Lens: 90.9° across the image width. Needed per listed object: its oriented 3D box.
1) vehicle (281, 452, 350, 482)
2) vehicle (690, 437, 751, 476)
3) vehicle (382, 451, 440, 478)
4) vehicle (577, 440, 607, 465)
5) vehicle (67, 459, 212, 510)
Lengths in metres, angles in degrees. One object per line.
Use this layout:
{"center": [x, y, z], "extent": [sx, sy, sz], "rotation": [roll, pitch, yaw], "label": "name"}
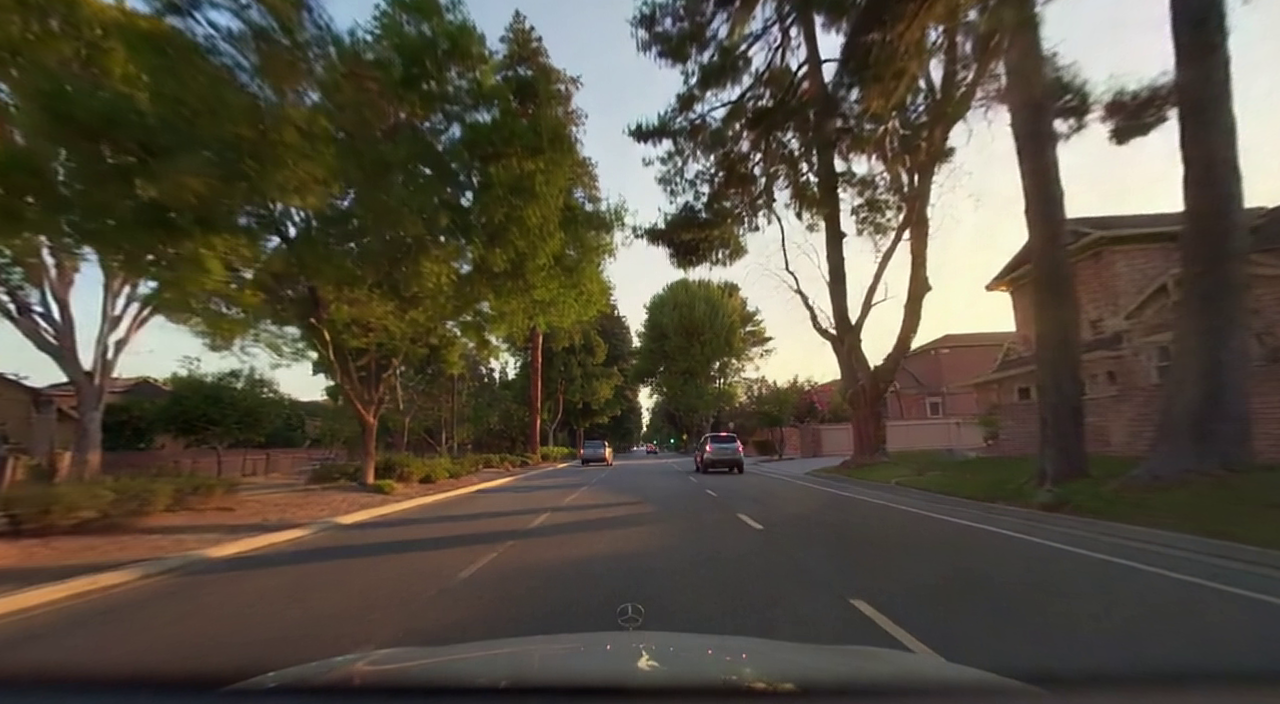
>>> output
{"center": [-21.454, 7.572, 41.873], "extent": [1.990, 1.787, 4.709], "rotation": [0, -9, 1], "label": "vehicle"}
{"center": [3.832, 5.085, 30.973], "extent": [2.321, 1.695, 5.037], "rotation": [-1, -8, 0], "label": "vehicle"}
{"center": [-14.005, 6.865, 38.806], "extent": [1.892, 1.480, 4.467], "rotation": [-1, -8, 0], "label": "vehicle"}
{"center": [-3.575, 7.590, 47.686], "extent": [2.002, 1.747, 4.728], "rotation": [0, -8, -1], "label": "vehicle"}
{"center": [-17.110, 4.507, 21.824], "extent": [1.855, 1.494, 3.825], "rotation": [-1, -8, 0], "label": "vehicle"}
